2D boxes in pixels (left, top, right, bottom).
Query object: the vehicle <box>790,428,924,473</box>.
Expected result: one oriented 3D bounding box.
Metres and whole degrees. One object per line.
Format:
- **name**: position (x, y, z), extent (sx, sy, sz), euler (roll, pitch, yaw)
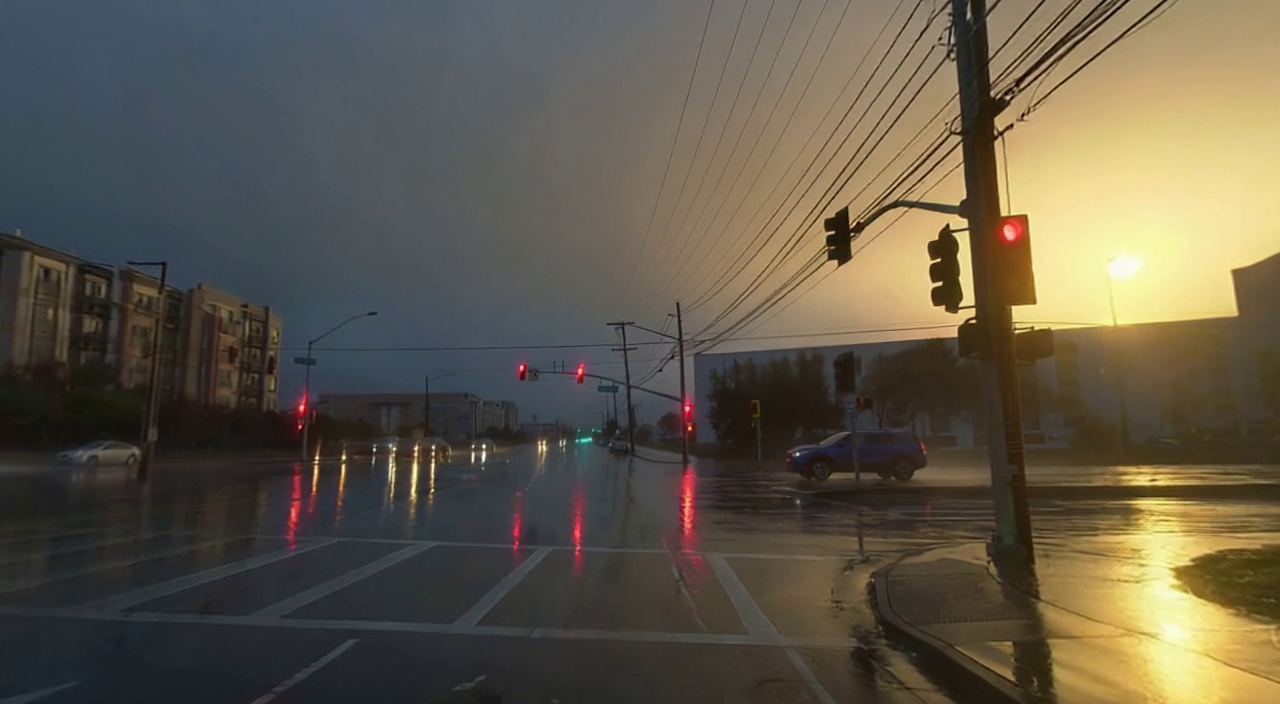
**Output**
- **vehicle**: position (8.699, 4.021, 25.727), extent (4.884, 1.714, 2.021), euler (-2, -9, 12)
